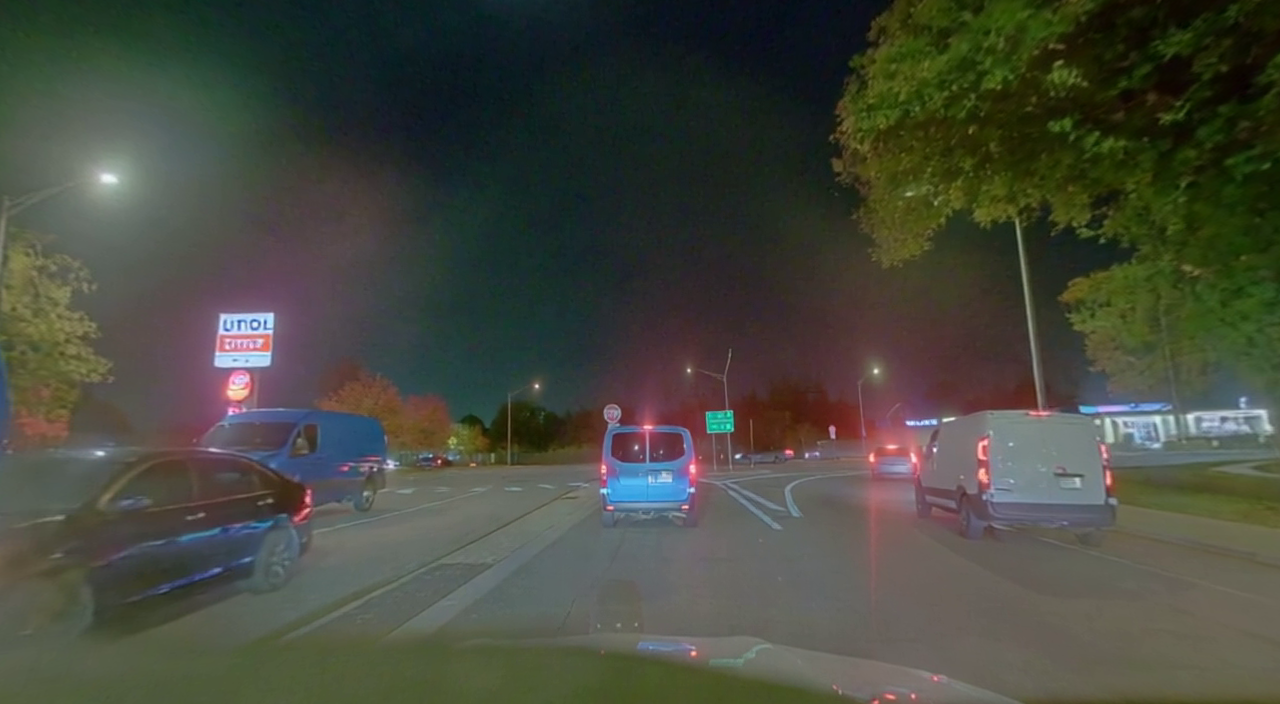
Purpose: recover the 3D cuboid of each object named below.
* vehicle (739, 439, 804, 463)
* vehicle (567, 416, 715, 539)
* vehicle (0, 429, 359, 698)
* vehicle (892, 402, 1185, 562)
[{"bbox_3d":[9.853,7.404,47.140,4.651,1.710,1.985,6,-11,-33],"label":"vehicle"},{"bbox_3d":[0.240,2.241,11.849,2.237,1.828,4.546,-1,-9,6],"label":"vehicle"},{"bbox_3d":[-4.371,1.425,5.150,1.869,1.465,4.503,0,-9,3],"label":"vehicle"},{"bbox_3d":[6.019,2.017,10.541,2.204,1.973,4.946,-1,-9,8],"label":"vehicle"}]
